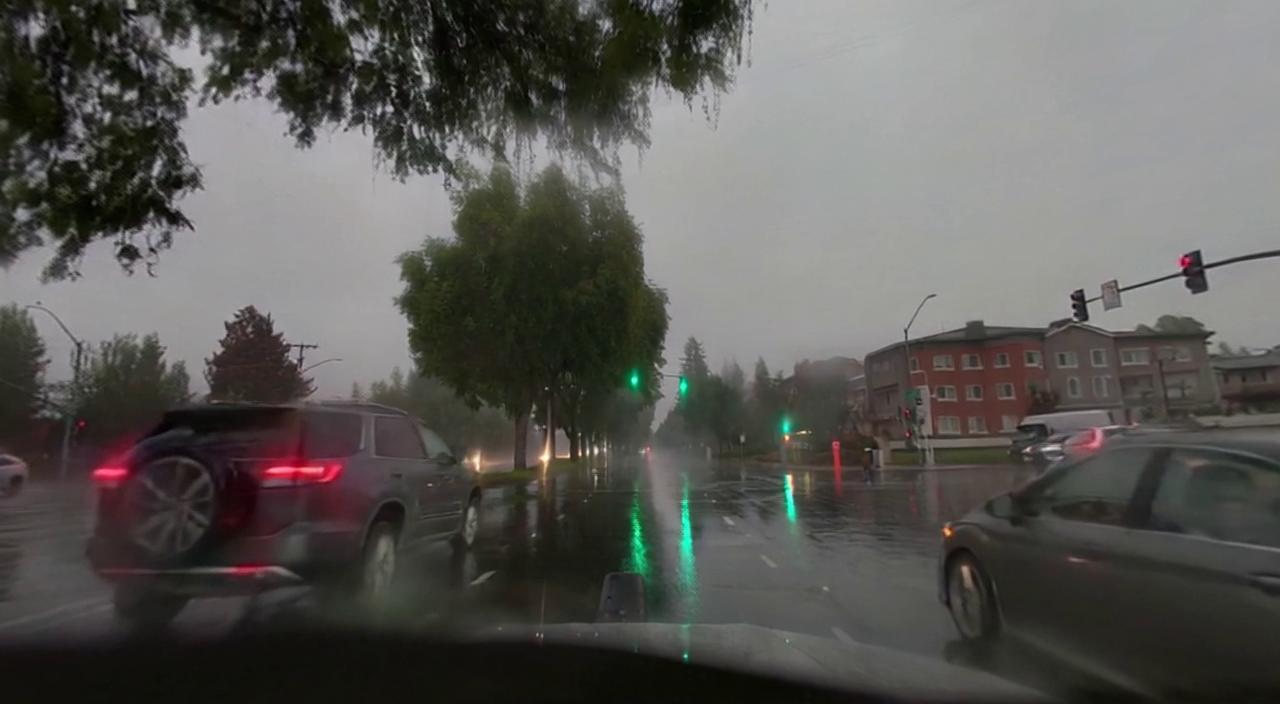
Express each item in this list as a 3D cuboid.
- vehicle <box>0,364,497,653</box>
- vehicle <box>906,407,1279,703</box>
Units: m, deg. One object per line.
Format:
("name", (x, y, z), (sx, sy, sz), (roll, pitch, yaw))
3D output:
("vehicle", (-3.250, 1.381, 6.696), (2.231, 1.898, 4.985), (0, -8, 0))
("vehicle", (3.131, 1.014, 2.733), (1.990, 1.454, 4.490), (0, -8, 0))
